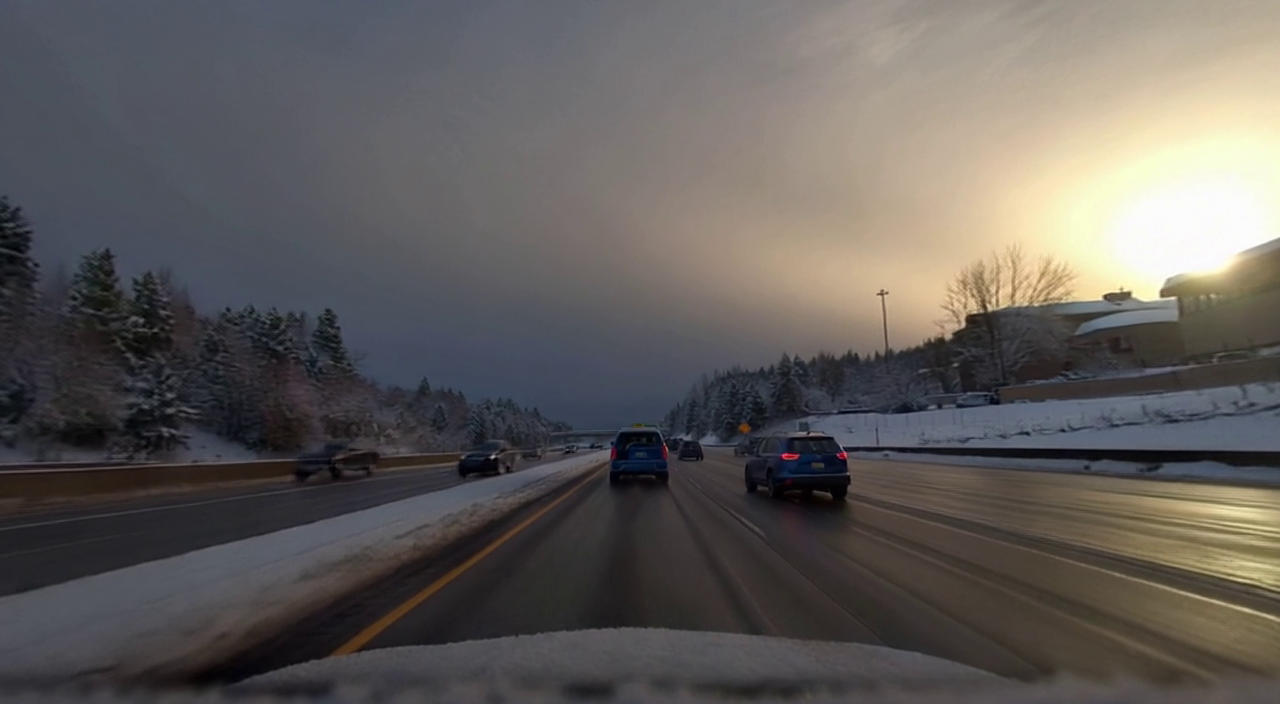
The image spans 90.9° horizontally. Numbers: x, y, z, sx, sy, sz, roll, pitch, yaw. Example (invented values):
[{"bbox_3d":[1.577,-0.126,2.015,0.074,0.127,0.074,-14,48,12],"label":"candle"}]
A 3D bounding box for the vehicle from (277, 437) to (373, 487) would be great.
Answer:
[{"bbox_3d":[-14.160,4.937,28.711,2.097,1.967,4.612,-2,-8,-1],"label":"vehicle"}]

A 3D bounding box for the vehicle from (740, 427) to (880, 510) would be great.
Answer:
[{"bbox_3d":[3.637,2.577,14.382,2.042,1.592,4.047,0,-8,0],"label":"vehicle"}]

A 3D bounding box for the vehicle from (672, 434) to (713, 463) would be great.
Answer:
[{"bbox_3d":[3.755,7.043,46.185,2.328,1.987,5.440,0,-8,-1],"label":"vehicle"}]

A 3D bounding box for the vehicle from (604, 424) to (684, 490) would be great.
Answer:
[{"bbox_3d":[0.138,3.337,20.357,2.290,1.862,4.454,0,-8,0],"label":"vehicle"}]

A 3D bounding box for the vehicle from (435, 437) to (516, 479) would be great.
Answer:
[{"bbox_3d":[-6.997,4.563,27.428,2.201,1.622,4.716,0,-8,1],"label":"vehicle"}]
